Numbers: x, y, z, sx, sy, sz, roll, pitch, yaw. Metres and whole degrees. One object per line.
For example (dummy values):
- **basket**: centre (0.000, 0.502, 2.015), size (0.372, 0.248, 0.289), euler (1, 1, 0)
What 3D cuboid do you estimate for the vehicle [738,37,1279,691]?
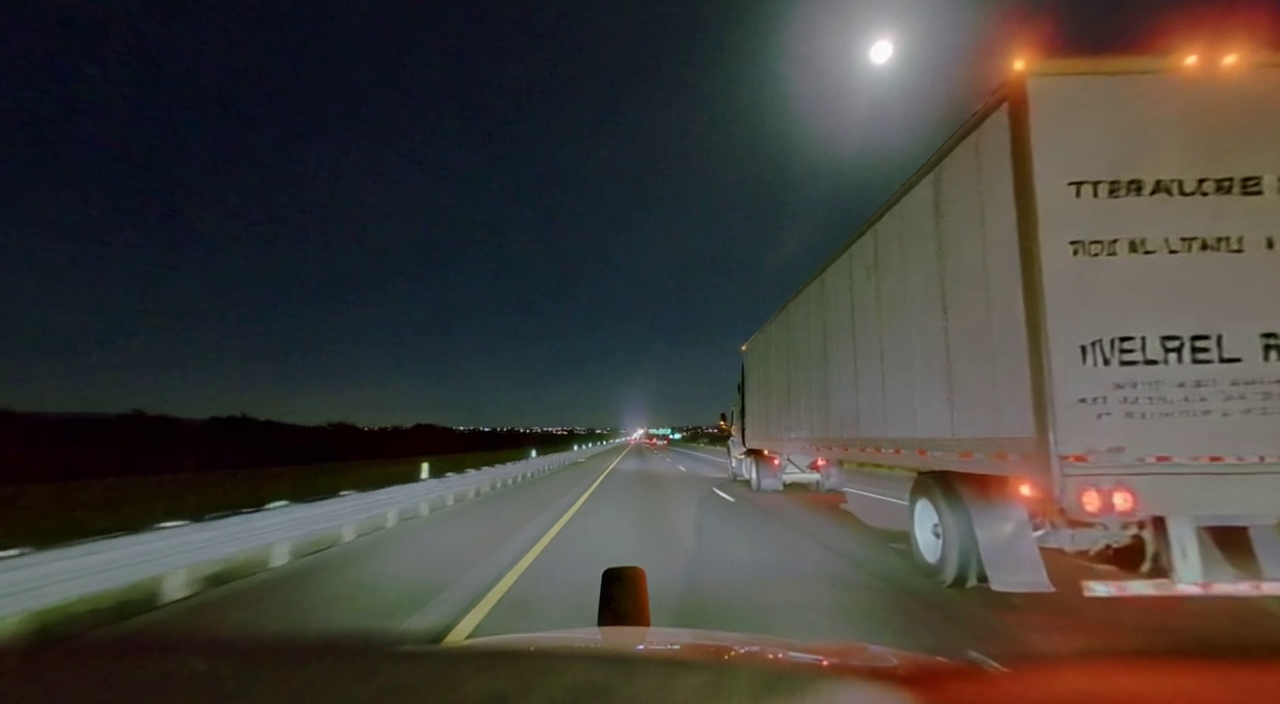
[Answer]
- **vehicle**: centre (4.216, 0.939, 10.901), size (3.006, 4.093, 14.142), euler (0, -8, 1)
